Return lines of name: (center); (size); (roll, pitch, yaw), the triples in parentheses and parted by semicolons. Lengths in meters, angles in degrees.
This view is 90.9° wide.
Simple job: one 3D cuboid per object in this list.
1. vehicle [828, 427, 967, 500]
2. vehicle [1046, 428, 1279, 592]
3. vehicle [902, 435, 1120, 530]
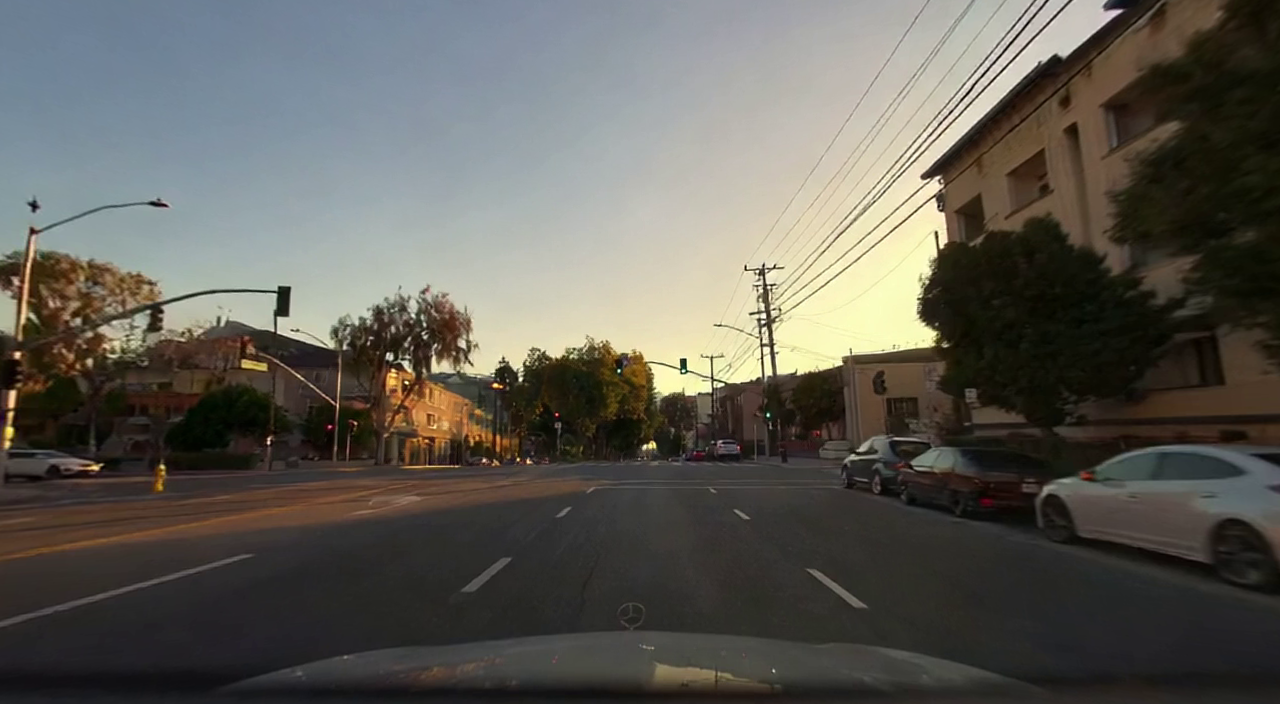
vehicle: (6.939, 3.044, 17.608); (1.988, 1.740, 4.498); (0, -9, 1)
vehicle: (6.869, 1.622, 6.890); (1.848, 1.499, 4.562); (0, -8, 1)
vehicle: (6.831, 2.411, 12.213); (1.796, 1.512, 4.016); (0, -9, 1)
